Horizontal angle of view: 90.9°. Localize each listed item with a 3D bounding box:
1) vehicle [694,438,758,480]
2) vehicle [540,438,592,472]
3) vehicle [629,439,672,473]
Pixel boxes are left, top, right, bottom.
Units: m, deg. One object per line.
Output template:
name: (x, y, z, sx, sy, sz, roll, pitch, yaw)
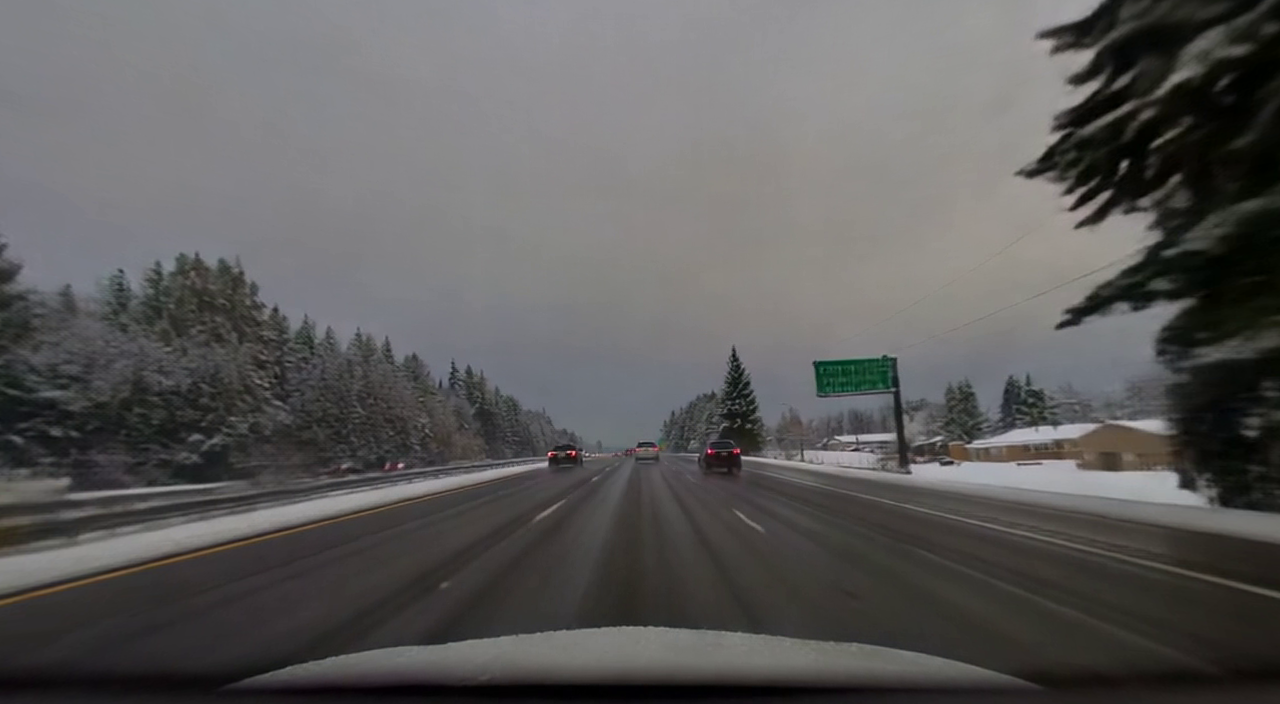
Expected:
vehicle: (3.429, 4.323, 25.856, 1.996, 1.579, 3.841, 0, -8, -1)
vehicle: (-4.025, 5.702, 35.111, 2.217, 1.773, 4.553, 0, -8, 1)
vehicle: (0.509, 5.341, 32.601, 2.049, 1.620, 4.153, 0, -8, 0)
